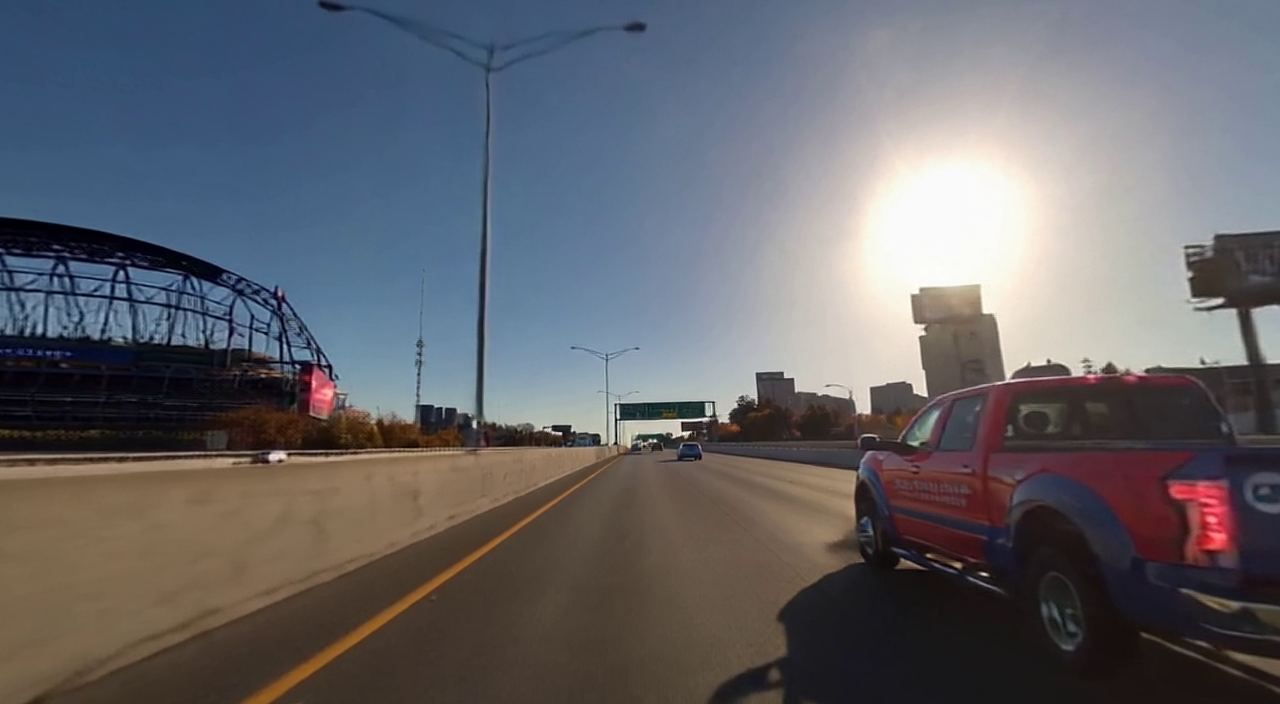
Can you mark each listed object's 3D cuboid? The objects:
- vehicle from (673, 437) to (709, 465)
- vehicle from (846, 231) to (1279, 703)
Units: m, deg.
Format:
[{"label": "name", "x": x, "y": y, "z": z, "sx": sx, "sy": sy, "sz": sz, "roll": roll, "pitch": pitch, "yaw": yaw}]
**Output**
[{"label": "vehicle", "x": 3.321, "y": 6.603, "z": 42.147, "sx": 1.973, "sy": 1.774, "sz": 4.092, "roll": 0, "pitch": -9, "yaw": -1}, {"label": "vehicle", "x": 3.073, "y": 0.843, "z": 3.377, "sx": 2.199, "sy": 2.002, "sz": 4.970, "roll": 0, "pitch": -8, "yaw": 0}]
